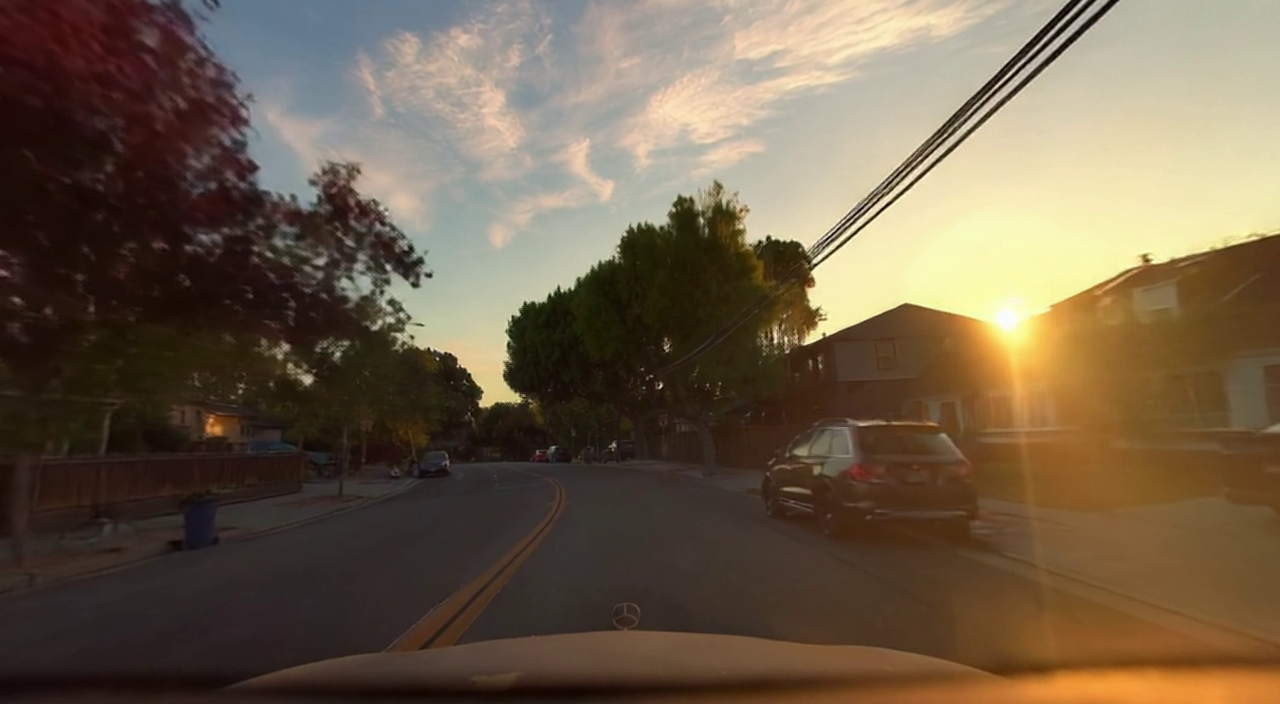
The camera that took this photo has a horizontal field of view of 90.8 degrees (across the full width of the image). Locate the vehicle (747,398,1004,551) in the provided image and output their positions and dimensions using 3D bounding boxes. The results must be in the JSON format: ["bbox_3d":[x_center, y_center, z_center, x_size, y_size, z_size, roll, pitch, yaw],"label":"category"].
[{"bbox_3d":[3.492,1.912,10.657,2.214,1.962,4.733,0,-8,-4],"label":"vehicle"}]

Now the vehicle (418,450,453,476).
[{"bbox_3d":[-12.656,6.826,39.109,1.902,1.434,4.313,2,-8,-17],"label":"vehicle"}]

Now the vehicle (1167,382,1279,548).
[{"bbox_3d":[9.547,1.066,7.263,4.934,1.763,2.191,-6,-5,-2],"label":"vehicle"}]
